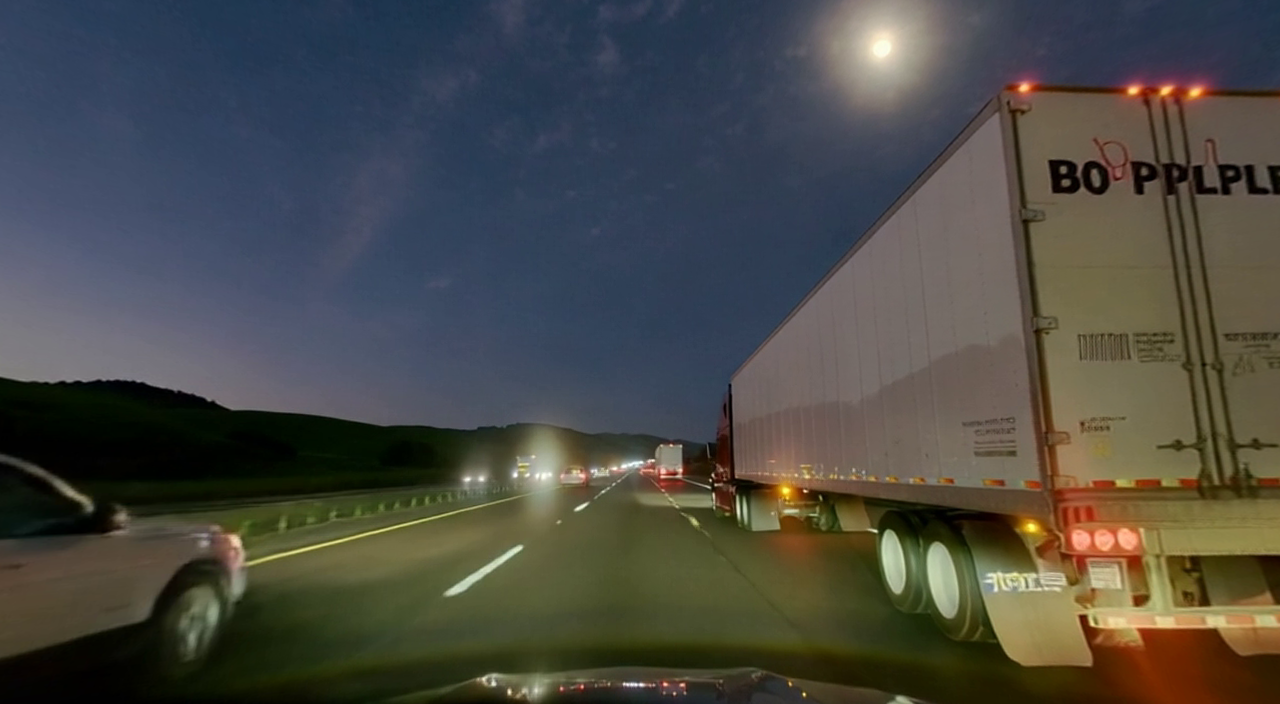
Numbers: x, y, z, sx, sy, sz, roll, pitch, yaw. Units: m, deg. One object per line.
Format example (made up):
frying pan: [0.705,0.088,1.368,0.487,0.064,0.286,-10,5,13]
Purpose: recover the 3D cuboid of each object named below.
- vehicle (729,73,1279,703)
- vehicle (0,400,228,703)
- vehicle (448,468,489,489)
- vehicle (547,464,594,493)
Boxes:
vehicle: [3.997,1.384,10.869,2.839,4.062,14.051,1,-11,0]
vehicle: [-3.395,0.752,1.386,2.021,1.505,4.286,1,-11,0]
vehicle: [-12.189,9.013,45.083,1.952,1.358,4.081,1,-10,-2]
vehicle: [-4.014,7.430,37.201,2.088,1.566,4.853,1,-11,1]
